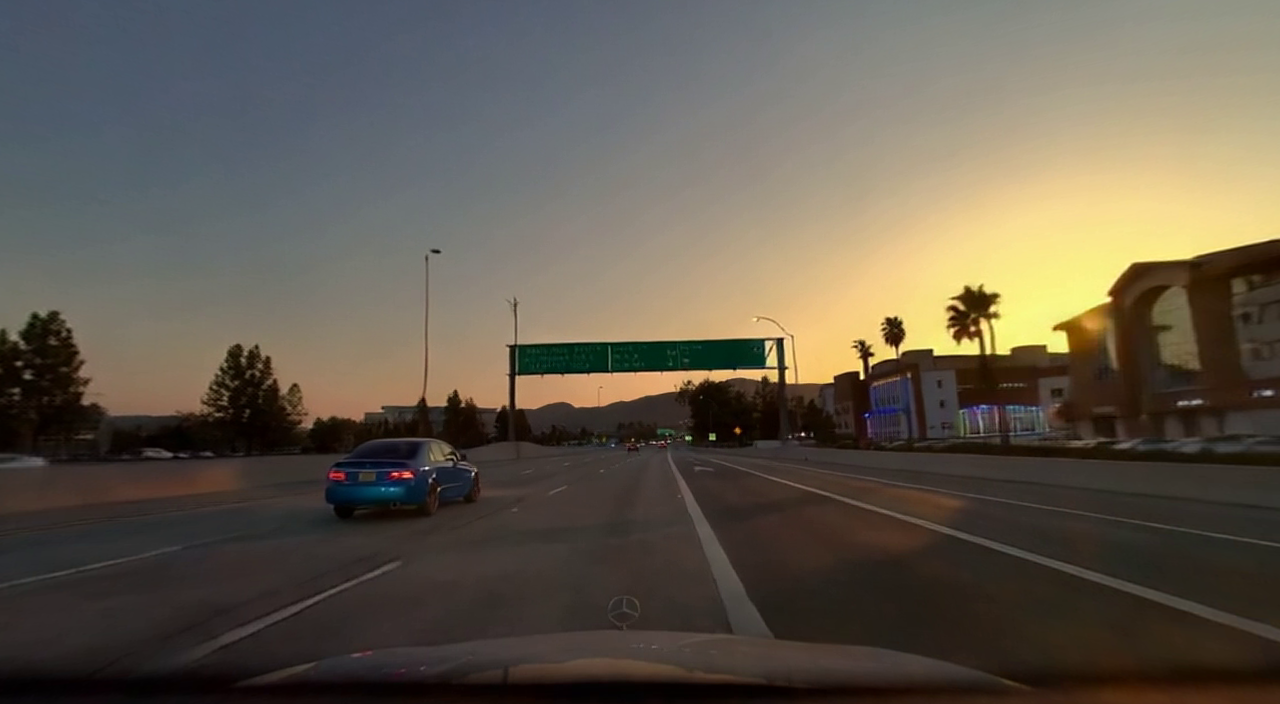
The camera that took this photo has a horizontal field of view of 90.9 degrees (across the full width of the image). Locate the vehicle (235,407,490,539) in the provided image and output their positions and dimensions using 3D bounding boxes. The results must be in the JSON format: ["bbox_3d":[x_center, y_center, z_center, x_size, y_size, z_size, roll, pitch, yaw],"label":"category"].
[{"bbox_3d":[-4.395,2.020,11.109,2.145,1.793,4.762,-1,-8,3],"label":"vehicle"}]
